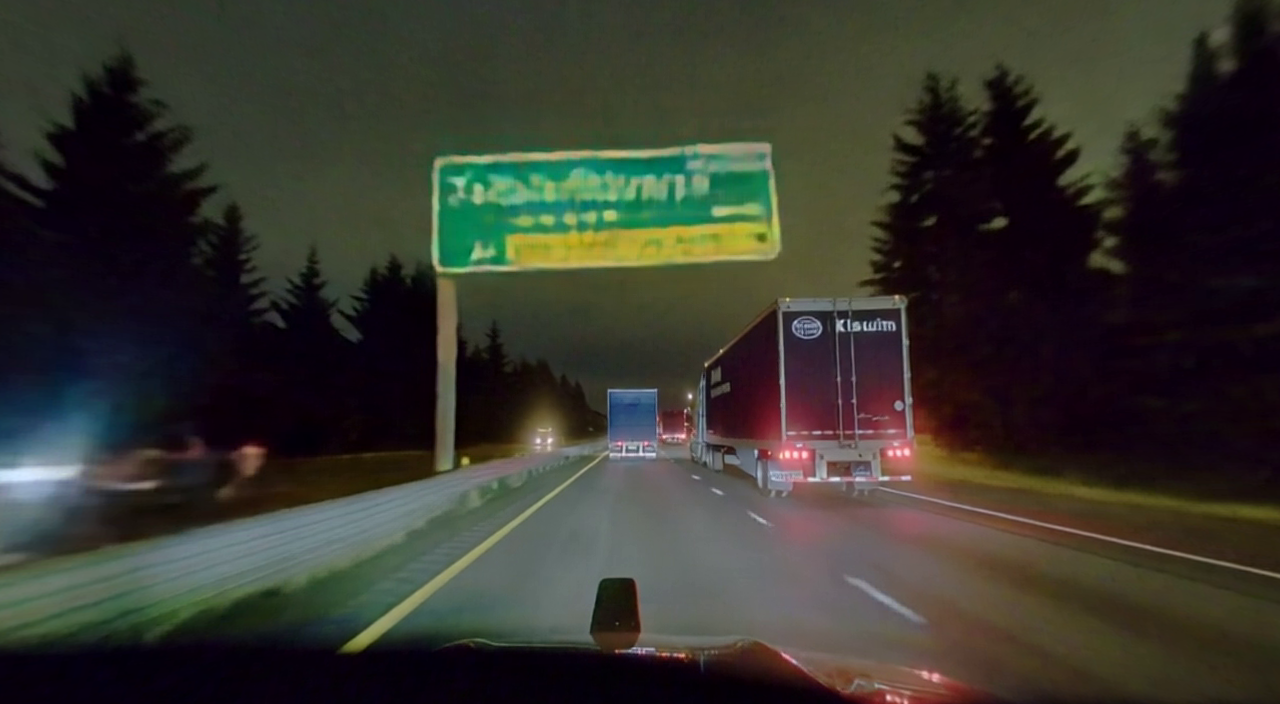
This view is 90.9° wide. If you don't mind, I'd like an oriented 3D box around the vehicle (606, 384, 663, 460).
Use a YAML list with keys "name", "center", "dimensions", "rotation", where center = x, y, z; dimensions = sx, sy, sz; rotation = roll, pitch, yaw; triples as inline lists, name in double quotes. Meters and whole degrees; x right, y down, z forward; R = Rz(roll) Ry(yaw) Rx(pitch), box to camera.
- name: "vehicle"
  center: [-0.371, 4.276, 37.522]
  dimensions: [2.958, 3.917, 10.196]
  rotation: [0, -8, -1]

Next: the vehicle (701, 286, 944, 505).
- name: "vehicle"
  center: [4.121, 1.752, 19.135]
  dimensions: [2.856, 4.145, 14.500]
  rotation: [0, -8, -1]

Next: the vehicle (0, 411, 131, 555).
- name: "vehicle"
  center: [-8.698, 1.532, 7.217]
  dimensions: [1.997, 1.712, 4.498]
  rotation: [0, -8, -1]
